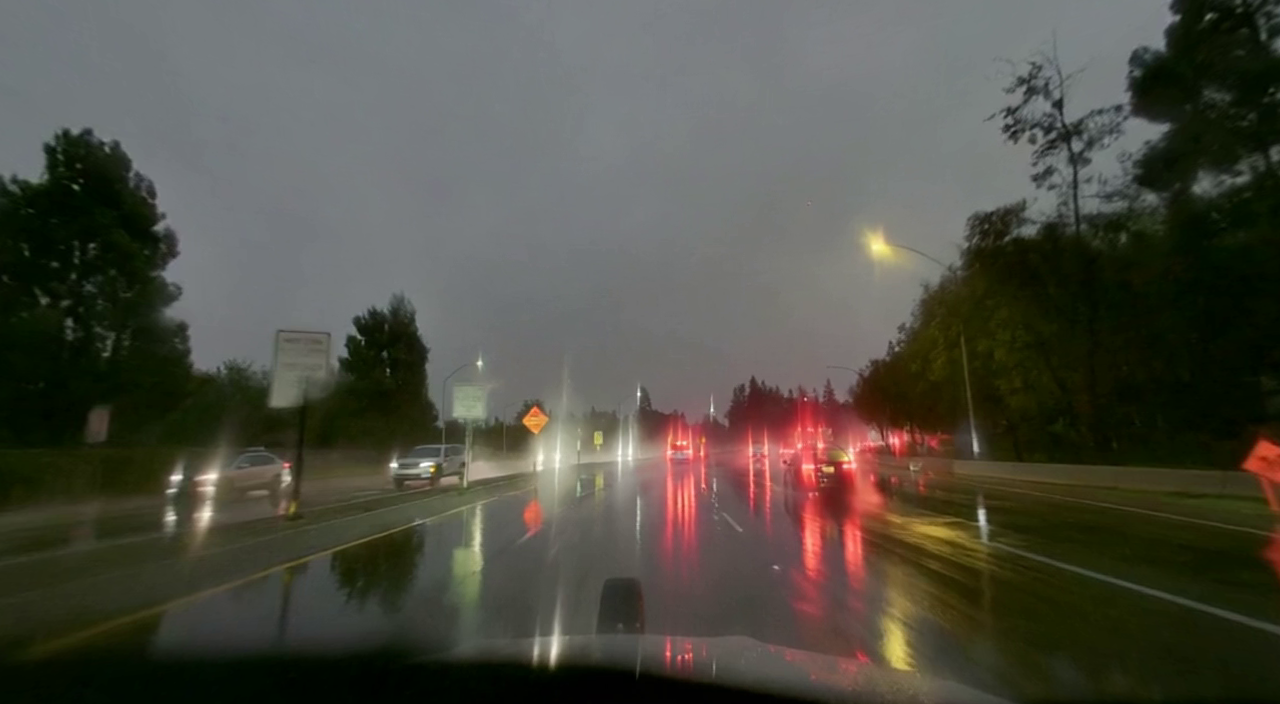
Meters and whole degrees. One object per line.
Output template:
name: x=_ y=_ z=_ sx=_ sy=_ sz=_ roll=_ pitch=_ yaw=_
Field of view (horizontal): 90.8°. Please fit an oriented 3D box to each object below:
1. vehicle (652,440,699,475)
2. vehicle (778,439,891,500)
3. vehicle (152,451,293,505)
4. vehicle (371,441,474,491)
vehicle: x=1.926 y=5.469 z=33.122 sx=2.201 sy=1.676 sz=4.541 roll=-1 pitch=-8 yaw=6
vehicle: x=5.182 y=3.172 z=17.493 sx=2.044 sy=1.474 sz=4.083 roll=-1 pitch=-8 yaw=4
vehicle: x=-14.682 y=4.403 z=22.548 sx=1.876 sy=1.672 sz=4.237 roll=-1 pitch=-8 yaw=5
vehicle: x=-8.479 y=4.468 z=25.170 sx=2.151 sy=1.770 sz=4.512 roll=-1 pitch=-8 yaw=5
